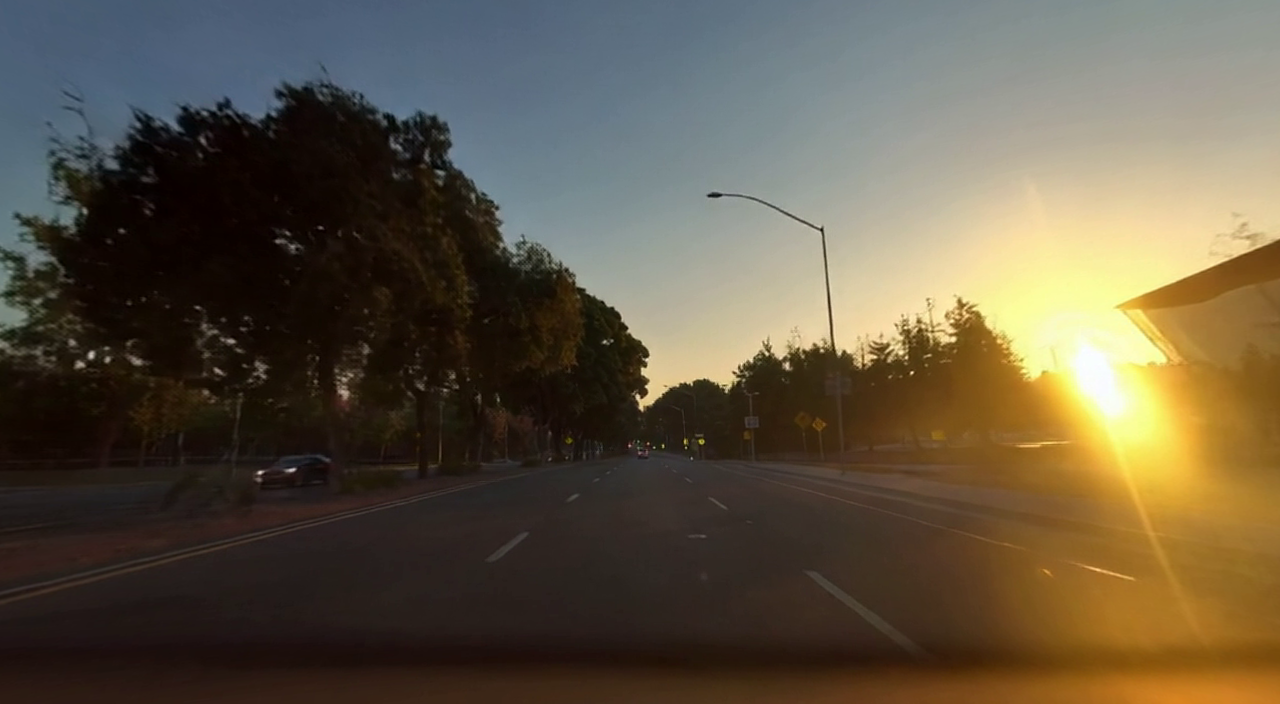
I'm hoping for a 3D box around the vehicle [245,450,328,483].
[{"bbox_3d":[-19.121,6.175,34.400,1.875,1.588,4.490,0,-8,1],"label":"vehicle"}]
